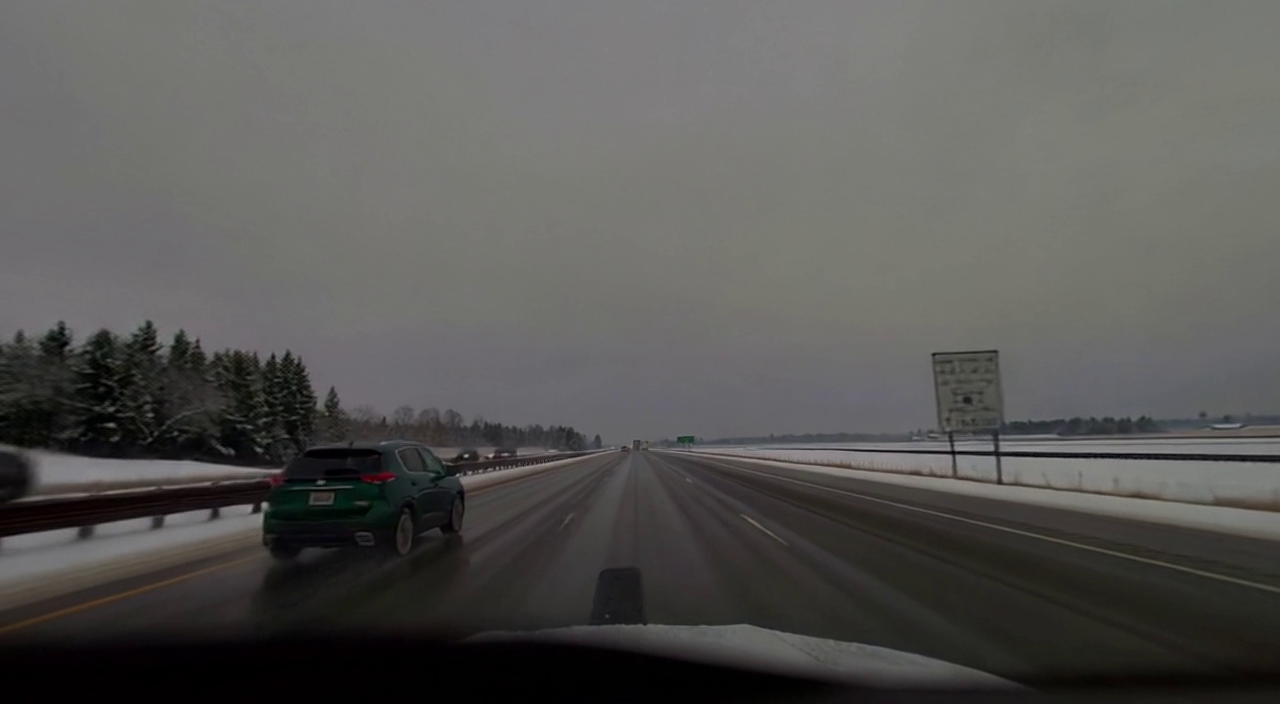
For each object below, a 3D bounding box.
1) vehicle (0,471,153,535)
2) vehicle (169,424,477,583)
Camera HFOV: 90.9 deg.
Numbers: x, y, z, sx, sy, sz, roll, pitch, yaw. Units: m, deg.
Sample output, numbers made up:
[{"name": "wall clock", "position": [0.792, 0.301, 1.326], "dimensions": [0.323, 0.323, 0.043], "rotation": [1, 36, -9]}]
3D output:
[{"name": "vehicle", "position": [-15.016, 3.633, 15.444], "dimensions": [2.194, 1.224, 4.957], "rotation": [0, -9, 0]}, {"name": "vehicle", "position": [-3.555, 1.764, 8.085], "dimensions": [1.815, 1.500, 4.036], "rotation": [0, -9, 0]}]
